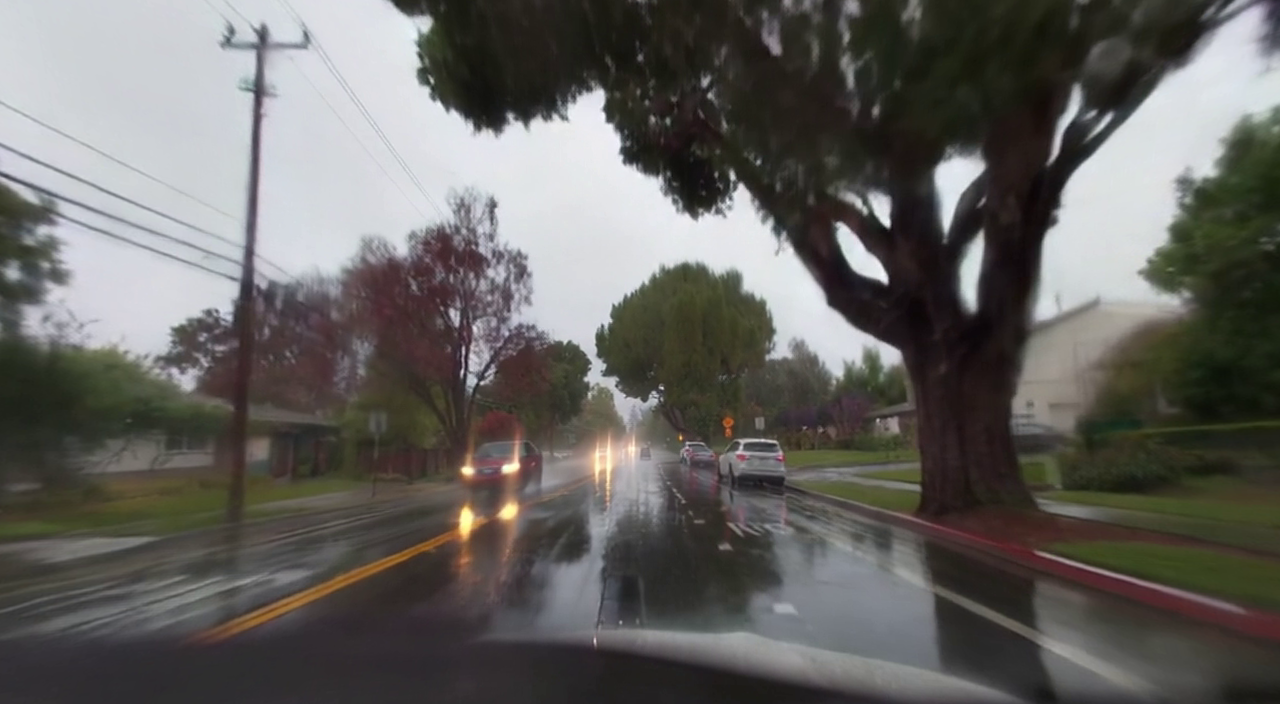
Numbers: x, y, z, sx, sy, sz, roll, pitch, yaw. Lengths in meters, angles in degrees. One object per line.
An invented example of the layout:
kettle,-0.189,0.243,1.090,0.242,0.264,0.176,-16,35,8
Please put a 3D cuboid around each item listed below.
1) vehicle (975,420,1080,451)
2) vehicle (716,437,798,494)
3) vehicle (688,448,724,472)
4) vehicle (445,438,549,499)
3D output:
vehicle,22.283,4.841,36.438,4.799,1.678,2.002,1,-9,-4
vehicle,3.903,3.884,22.024,2.087,1.725,4.986,0,-9,2
vehicle,4.219,6.969,41.083,1.874,1.415,4.683,0,-9,0
vehicle,-4.638,3.850,21.432,2.091,1.793,5.296,0,-9,2
